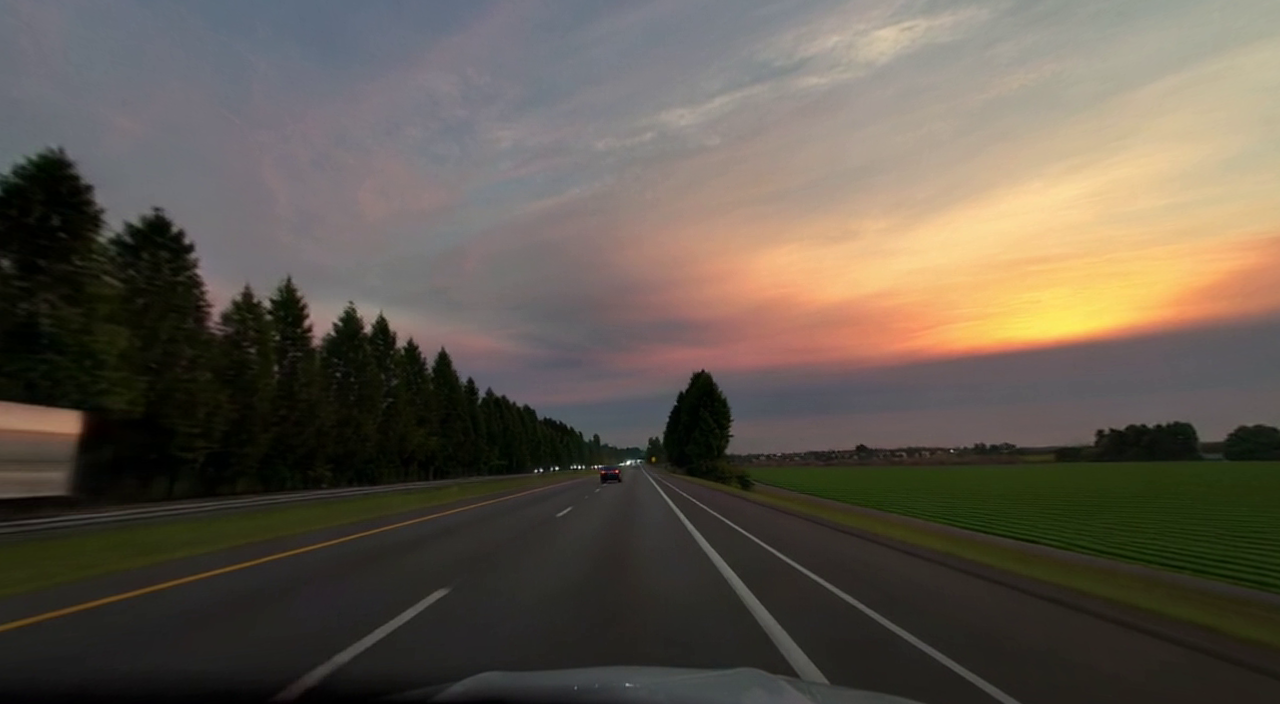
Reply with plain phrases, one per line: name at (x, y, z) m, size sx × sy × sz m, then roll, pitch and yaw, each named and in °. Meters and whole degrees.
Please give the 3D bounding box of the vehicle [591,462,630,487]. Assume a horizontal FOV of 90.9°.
vehicle at (-1.768, 7.693, 39.730) m, size 2.183 × 1.435 × 4.653 m, roll 0°, pitch -10°, yaw 0°
